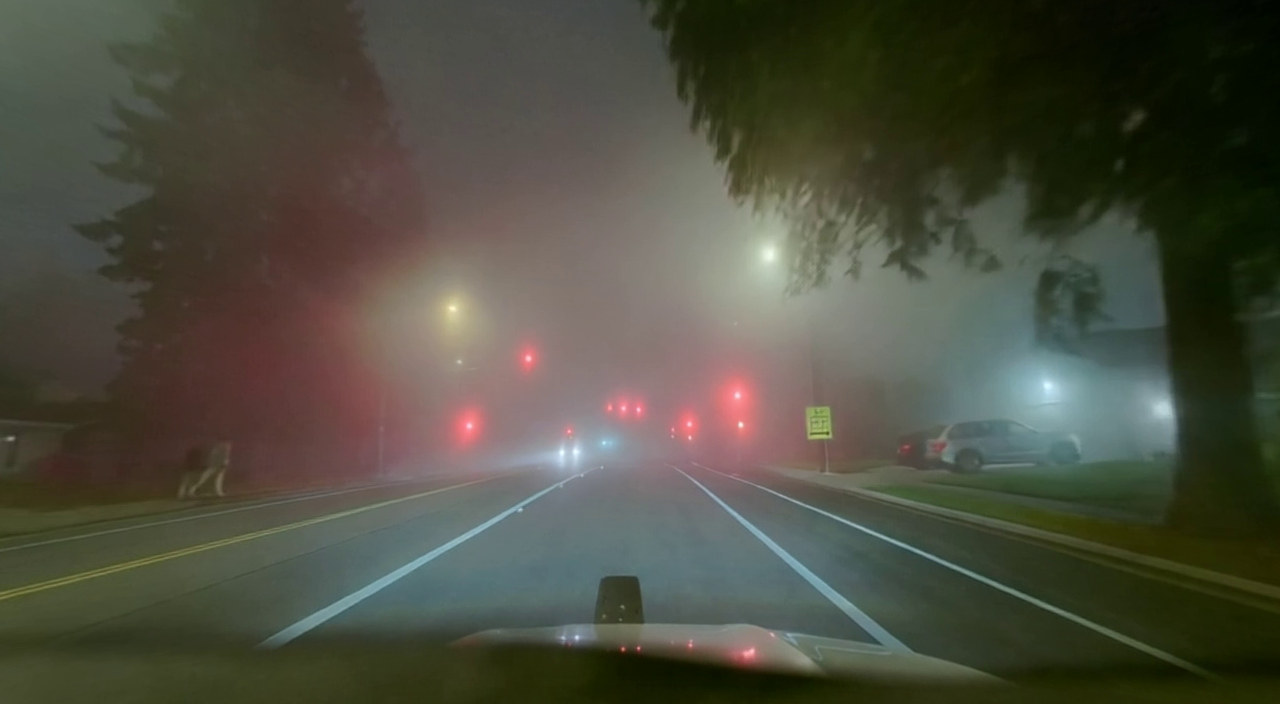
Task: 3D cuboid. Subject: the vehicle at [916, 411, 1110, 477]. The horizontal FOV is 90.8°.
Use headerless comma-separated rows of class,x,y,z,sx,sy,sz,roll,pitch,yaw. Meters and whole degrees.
vehicle,10.772,2.691,18.496,4.423,1.779,1.883,0,-8,0
